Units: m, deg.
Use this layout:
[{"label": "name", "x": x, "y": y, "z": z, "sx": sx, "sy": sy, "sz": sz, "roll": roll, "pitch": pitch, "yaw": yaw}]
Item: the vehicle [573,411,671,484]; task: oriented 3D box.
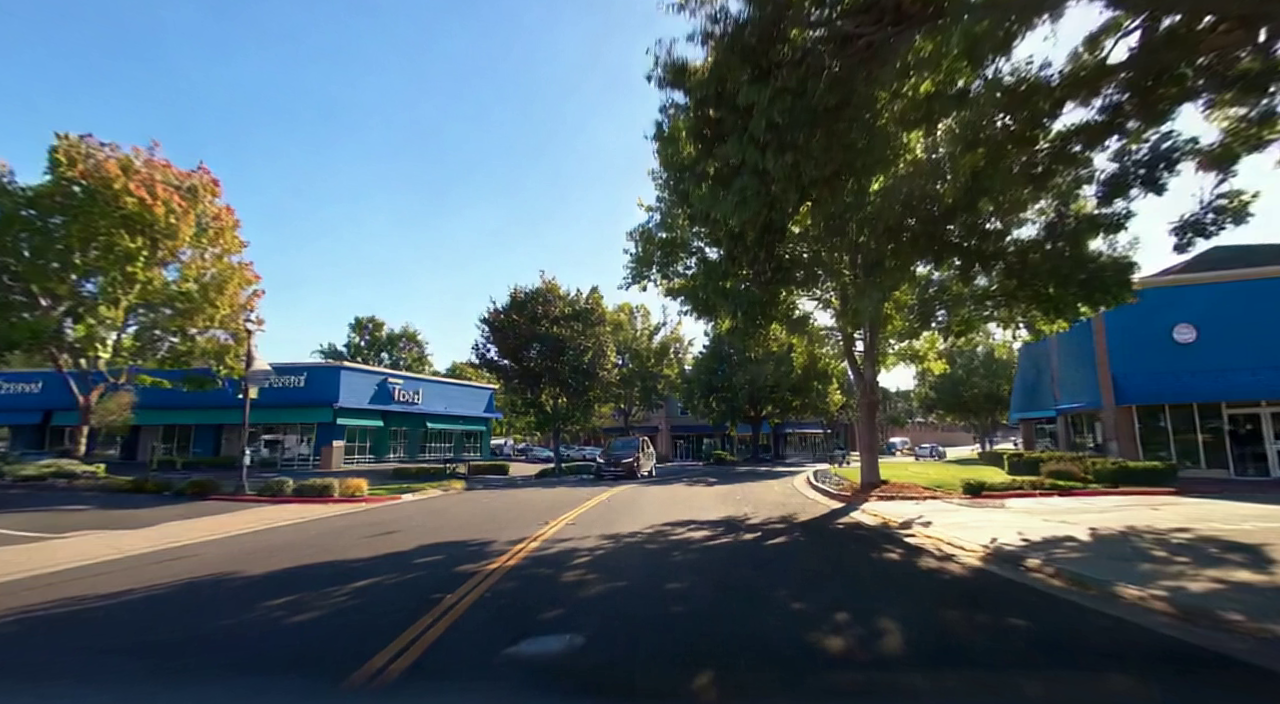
[{"label": "vehicle", "x": -0.591, "y": 4.347, "z": 28.849, "sx": 2.489, "sy": 2.884, "sz": 6.940, "roll": -3, "pitch": -9, "yaw": 16}]
